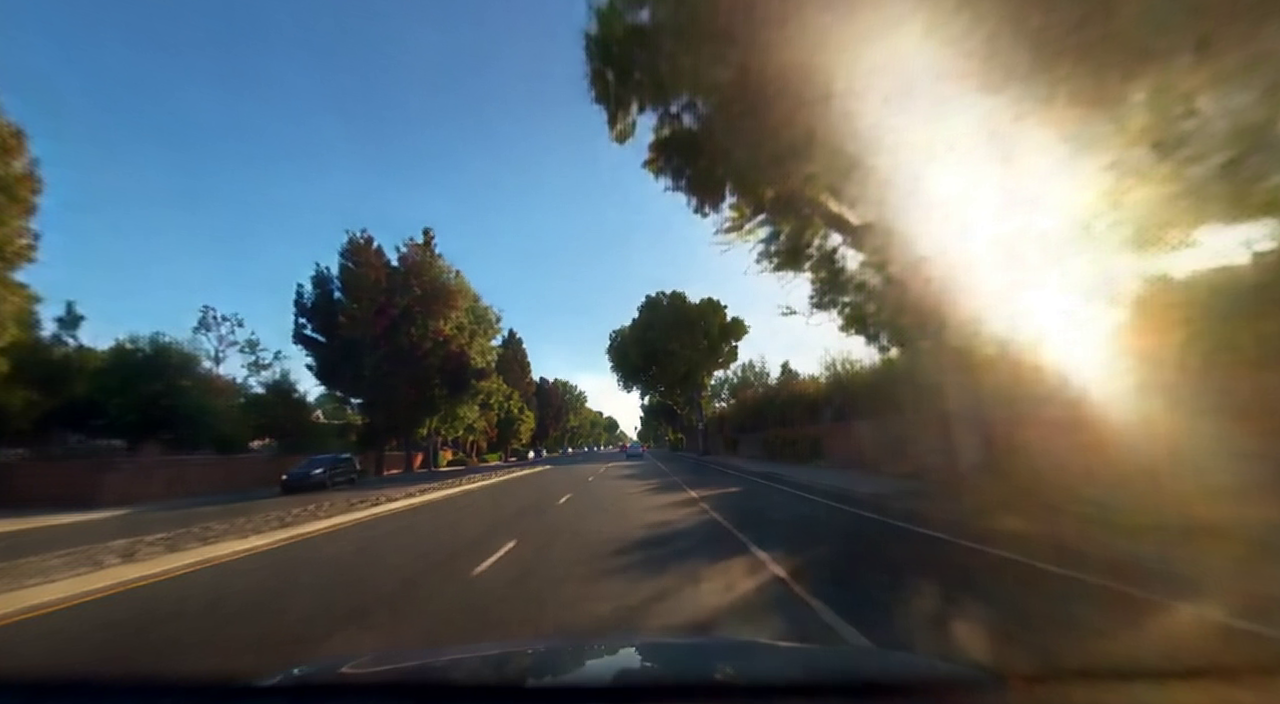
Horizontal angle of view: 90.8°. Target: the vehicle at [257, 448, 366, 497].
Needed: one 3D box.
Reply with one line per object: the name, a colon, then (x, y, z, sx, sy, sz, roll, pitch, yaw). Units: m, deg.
vehicle: (-14.671, 5.349, 28.641, 2.055, 1.742, 5.503, -4, -8, 0)
